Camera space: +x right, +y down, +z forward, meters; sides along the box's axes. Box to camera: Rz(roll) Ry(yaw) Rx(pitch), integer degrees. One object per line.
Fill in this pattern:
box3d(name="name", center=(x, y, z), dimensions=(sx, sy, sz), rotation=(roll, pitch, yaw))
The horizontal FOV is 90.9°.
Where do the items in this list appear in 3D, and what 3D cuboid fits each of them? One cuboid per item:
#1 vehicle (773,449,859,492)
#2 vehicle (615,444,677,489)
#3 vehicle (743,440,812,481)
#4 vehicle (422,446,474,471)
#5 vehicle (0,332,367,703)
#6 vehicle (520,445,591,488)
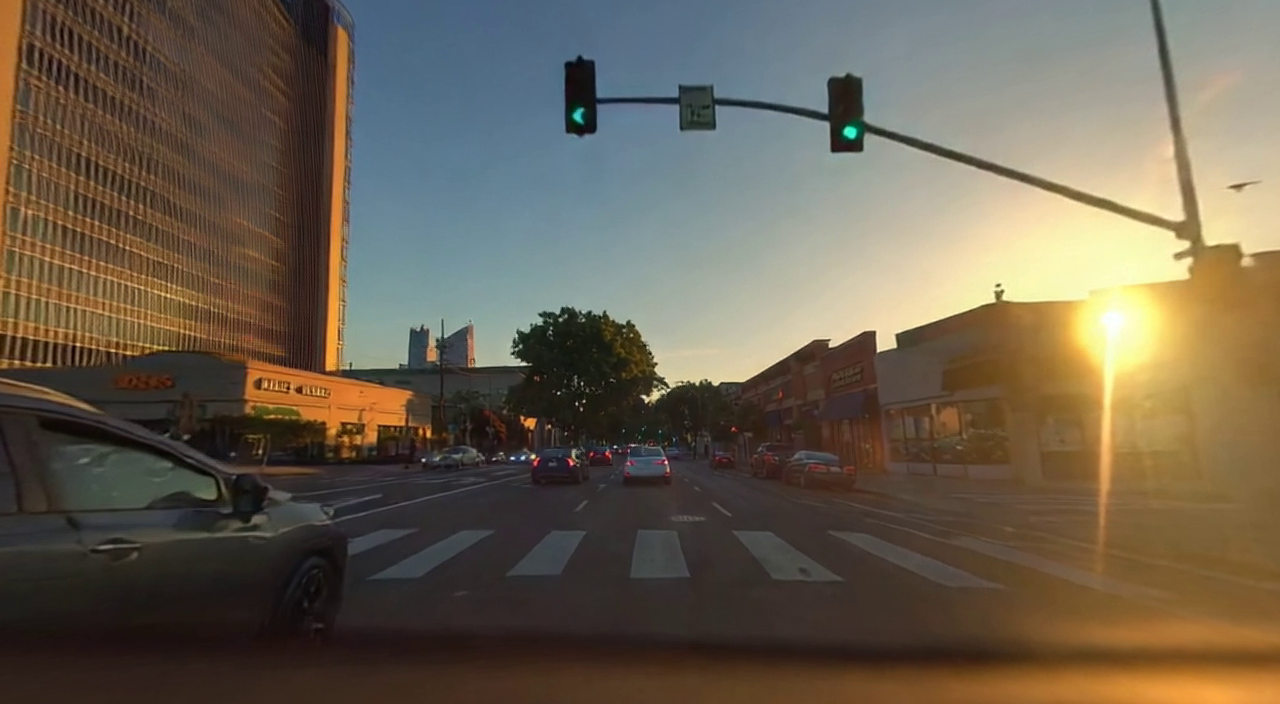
box3d(name="vehicle", center=(6.529, 4.410, 23.909), dimensions=(1.944, 1.462, 4.406), rotation=(0, -9, 0))
box3d(name="vehicle", center=(0.223, 4.095, 22.949), dimensions=(2.037, 1.484, 4.073), rotation=(0, -9, 1))
box3d(name="vehicle", center=(6.609, 5.280, 30.940), dimensions=(2.159, 1.817, 5.056), rotation=(0, -9, -1))
box3d(name="vehicle", center=(-13.565, 7.543, 44.818), dimensions=(2.064, 1.643, 4.593), rotation=(0, -9, 2))
box3d(name="vehicle", center=(-2.933, 0.800, 2.041), dimensions=(2.049, 1.646, 4.445), rotation=(0, -9, 1))
box3d(name="vehicle", center=(-3.071, 4.271, 23.878), dimensions=(1.950, 1.450, 4.257), rotation=(0, -9, 2))
